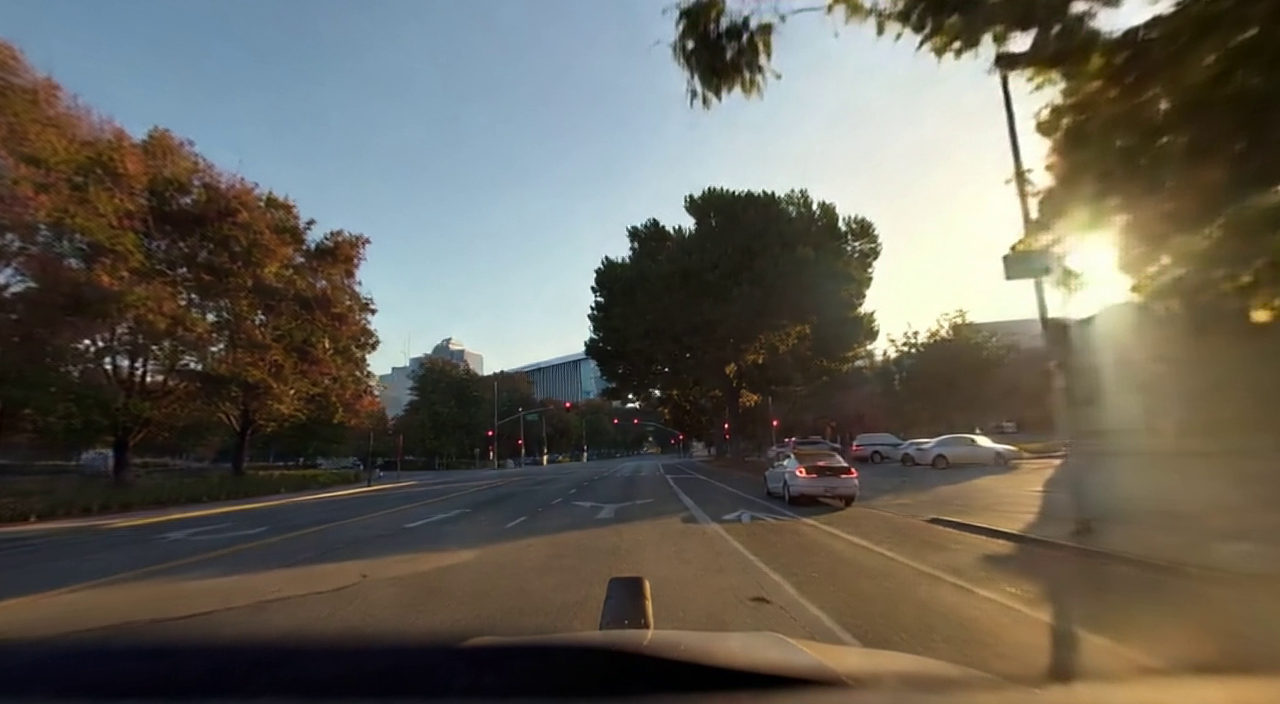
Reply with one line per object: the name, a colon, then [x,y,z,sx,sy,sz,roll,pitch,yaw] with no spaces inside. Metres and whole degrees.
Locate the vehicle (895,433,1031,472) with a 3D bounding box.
vehicle: [12.439,3.901,24.483,4.227,1.451,1.874,0,-9,2]

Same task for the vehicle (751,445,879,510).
vehicle: [4.363,3.201,16.583,2.006,1.448,4.671,0,-9,0]
